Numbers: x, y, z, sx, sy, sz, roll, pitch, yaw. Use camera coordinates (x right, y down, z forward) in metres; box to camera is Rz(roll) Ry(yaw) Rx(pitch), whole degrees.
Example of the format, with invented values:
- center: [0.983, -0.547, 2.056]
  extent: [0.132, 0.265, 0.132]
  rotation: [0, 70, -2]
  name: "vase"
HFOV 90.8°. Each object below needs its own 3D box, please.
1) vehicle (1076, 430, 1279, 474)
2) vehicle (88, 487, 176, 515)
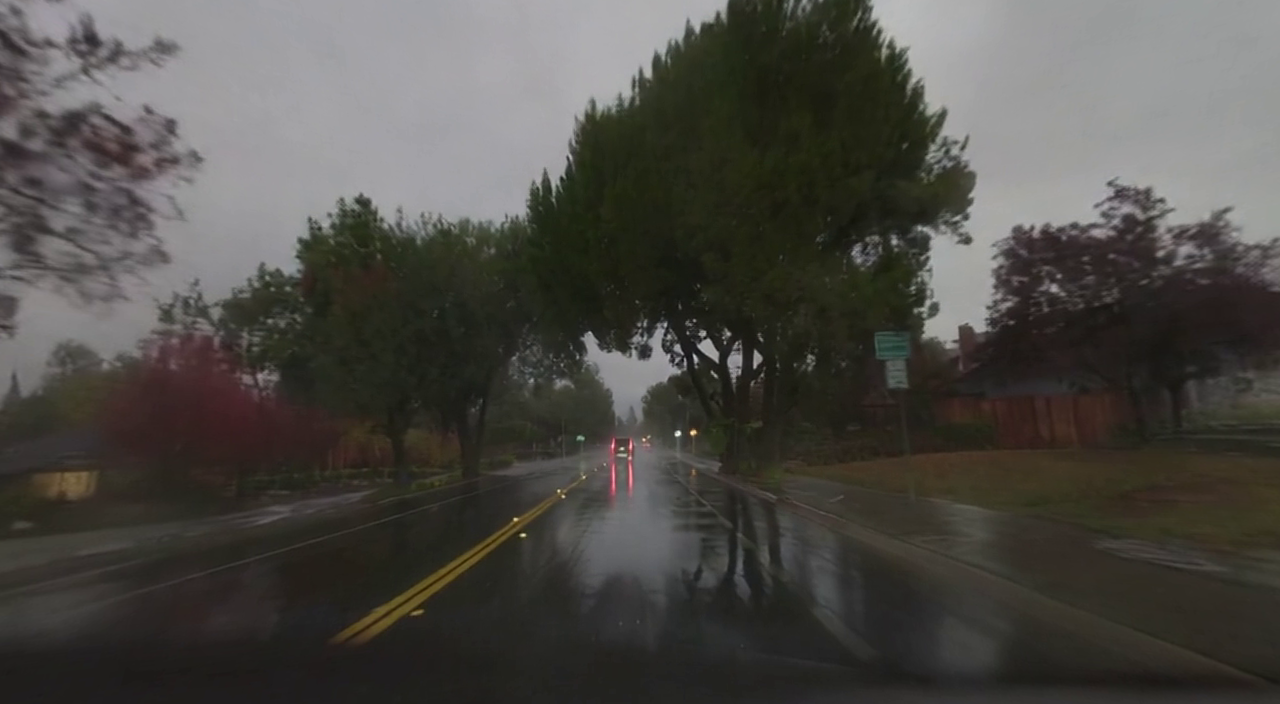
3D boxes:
- center: [14.558, 2.725, 17.335]
  extent: [1.987, 1.039, 4.499]
  rotation: [0, -9, 0]
  name: "vehicle"
- center: [-29.385, 8.612, 36.589]
  extent: [3.675, 1.432, 1.636]
  rotation: [-1, -9, 3]
  name: "vehicle"
